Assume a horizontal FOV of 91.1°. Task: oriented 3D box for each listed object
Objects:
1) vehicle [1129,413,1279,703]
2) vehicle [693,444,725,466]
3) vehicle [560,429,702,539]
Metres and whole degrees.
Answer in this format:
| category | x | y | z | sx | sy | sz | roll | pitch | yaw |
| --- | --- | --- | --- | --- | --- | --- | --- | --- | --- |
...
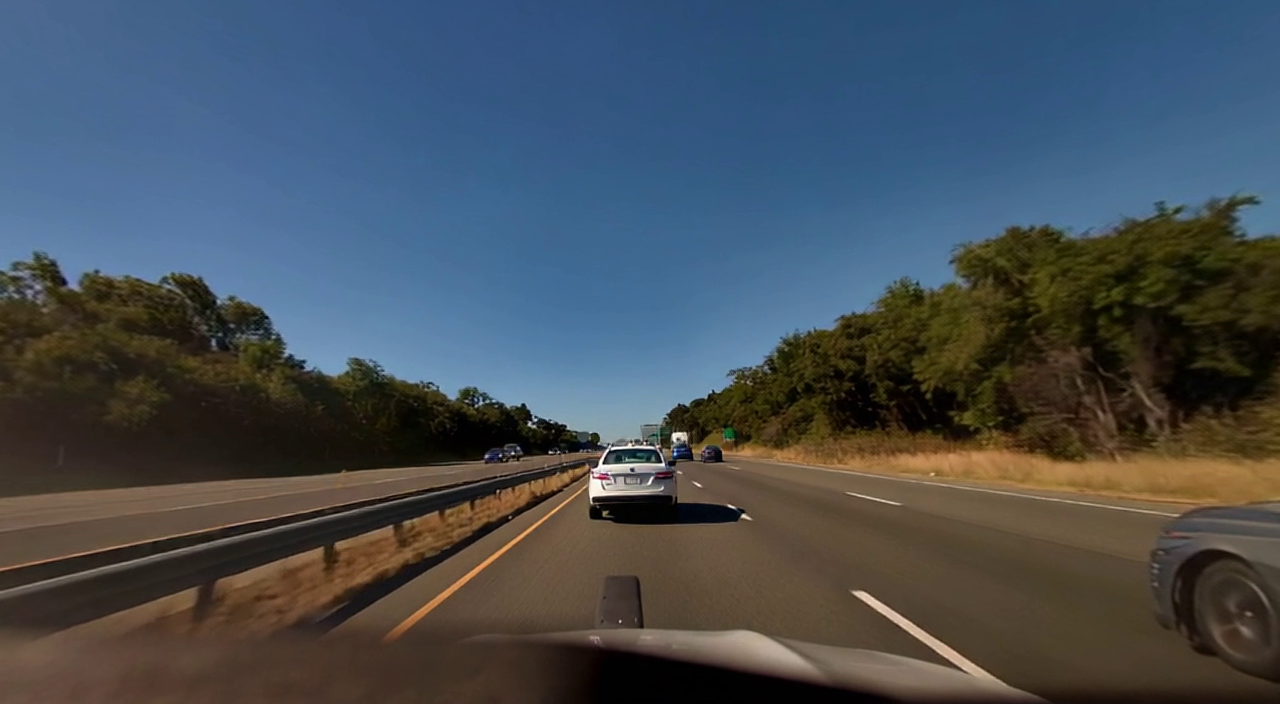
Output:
| category | x | y | z | sx | sy | sz | roll | pitch | yaw |
| --- | --- | --- | --- | --- | --- | --- | --- | --- | --- |
| vehicle | 3.992 | 0.819 | 1.790 | 1.937 | 1.422 | 4.057 | -1 | -9 | 1 |
| vehicle | 5.178 | 7.766 | 47.503 | 1.931 | 1.516 | 3.995 | 0 | -9 | 0 |
| vehicle | -0.141 | 2.228 | 11.153 | 2.088 | 1.580 | 3.657 | 0 | -9 | 0 |
